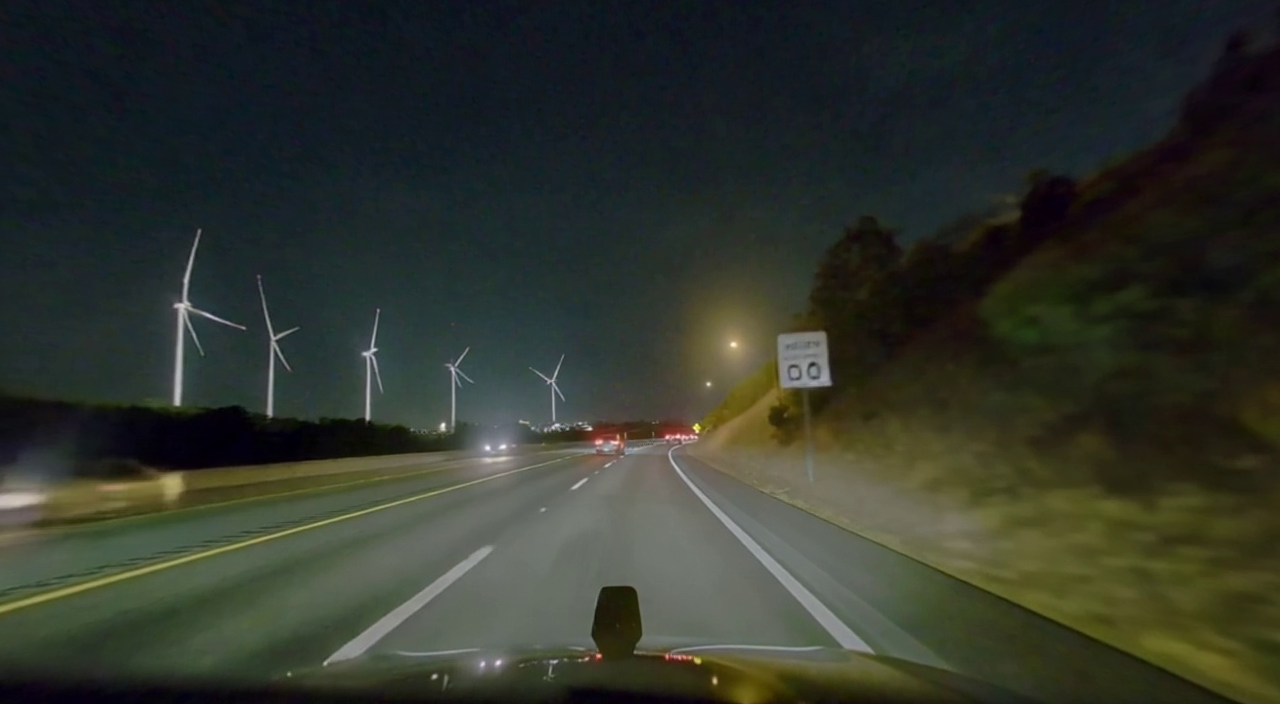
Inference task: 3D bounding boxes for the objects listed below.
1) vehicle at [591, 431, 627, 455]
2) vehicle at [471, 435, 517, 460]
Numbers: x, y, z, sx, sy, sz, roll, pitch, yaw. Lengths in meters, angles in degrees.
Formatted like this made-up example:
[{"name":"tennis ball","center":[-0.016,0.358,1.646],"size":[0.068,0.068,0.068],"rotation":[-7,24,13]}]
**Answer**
[{"name":"vehicle","center":[-2.115,6.403,44.554],"size":[2.123,1.629,4.180],"rotation":[0,-8,3]},{"name":"vehicle","center":[-9.048,5.931,39.372],"size":[1.850,1.450,3.951],"rotation":[0,-8,2]}]
